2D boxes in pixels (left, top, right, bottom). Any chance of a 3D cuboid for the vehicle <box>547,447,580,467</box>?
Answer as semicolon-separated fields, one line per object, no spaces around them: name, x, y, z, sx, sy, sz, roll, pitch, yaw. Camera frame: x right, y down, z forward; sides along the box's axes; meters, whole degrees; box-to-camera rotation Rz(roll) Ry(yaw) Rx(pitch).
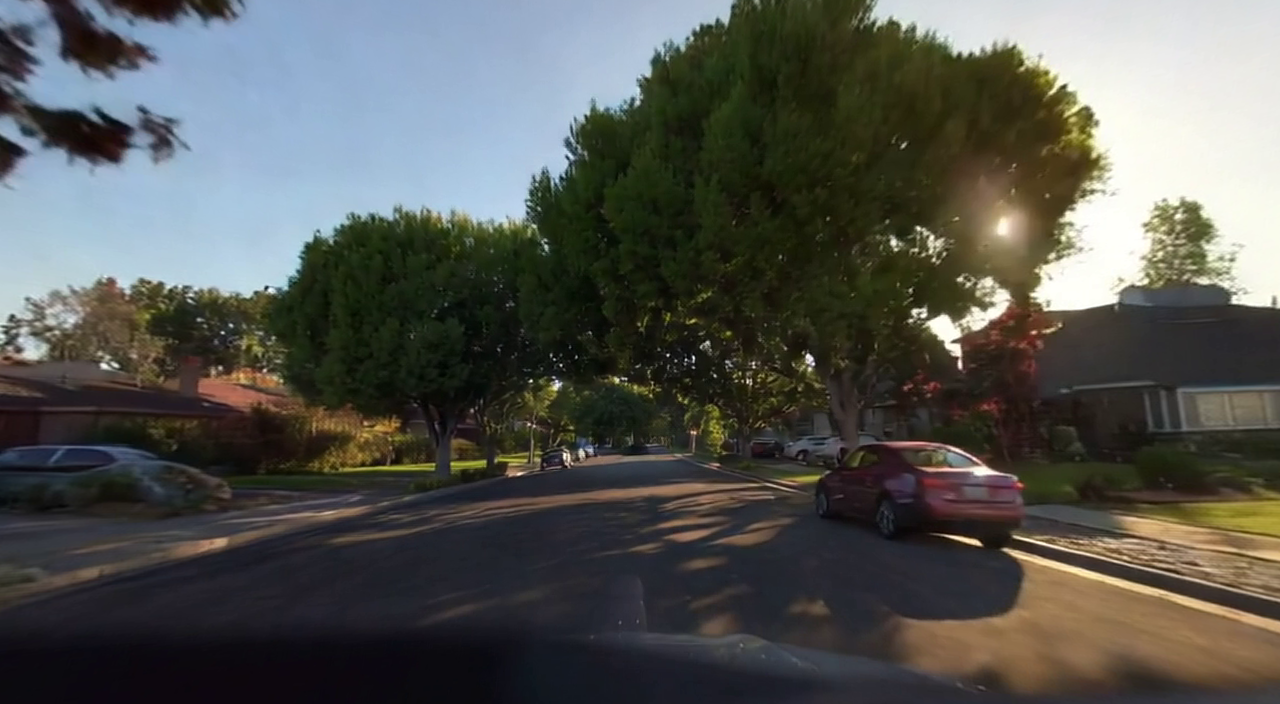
vehicle;-5.894;8.144;49.040;1.904;1.445;4.282;-1;-9;3

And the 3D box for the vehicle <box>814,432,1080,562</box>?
vehicle;4.260;2.054;9.708;2.011;1.521;4.292;0;-9;1
